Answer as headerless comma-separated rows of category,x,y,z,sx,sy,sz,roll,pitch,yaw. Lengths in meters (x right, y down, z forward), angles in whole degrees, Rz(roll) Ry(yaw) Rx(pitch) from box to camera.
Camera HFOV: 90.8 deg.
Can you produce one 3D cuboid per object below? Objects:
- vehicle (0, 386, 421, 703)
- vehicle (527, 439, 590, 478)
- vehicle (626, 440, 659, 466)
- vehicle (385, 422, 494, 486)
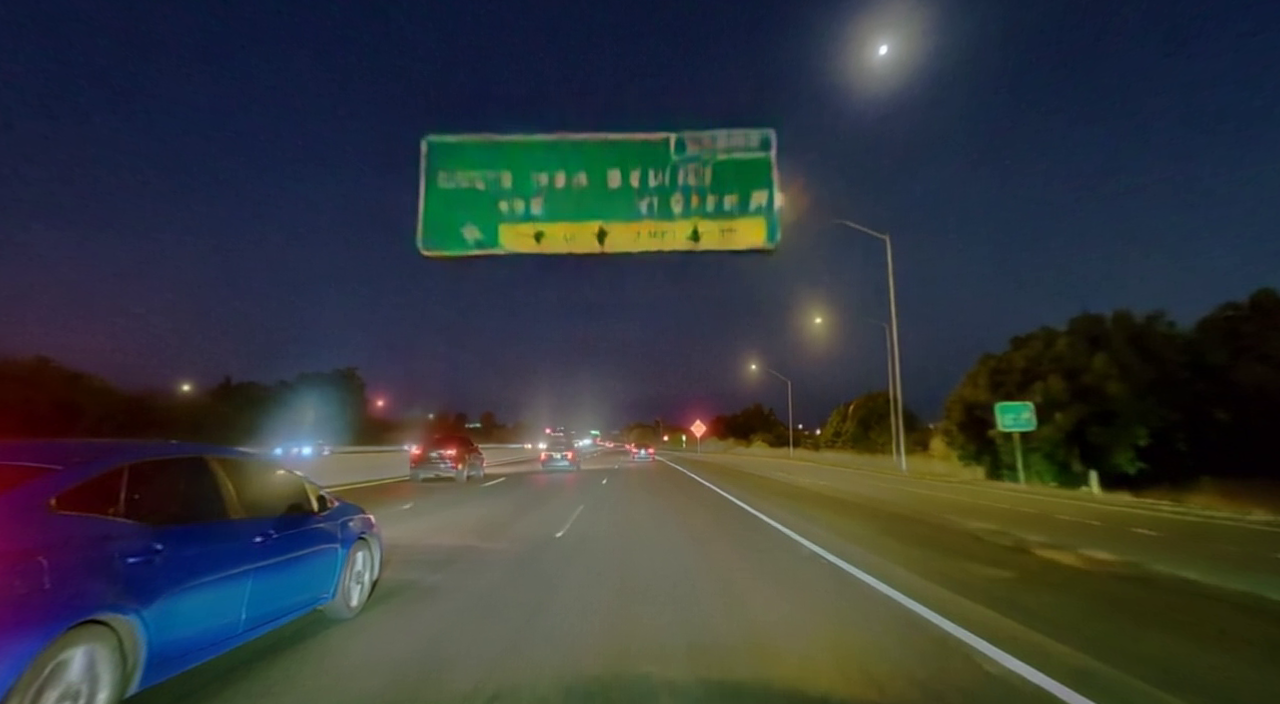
vehicle,-3.318,1.194,4.359,2.025,1.506,4.429,0,-8,0
vehicle,-3.362,4.481,26.945,2.068,1.501,4.395,0,-8,0
vehicle,0.112,6.417,40.263,2.018,1.508,4.087,0,-8,-1
vehicle,-6.972,3.617,22.668,2.171,1.982,5.246,0,-8,0
